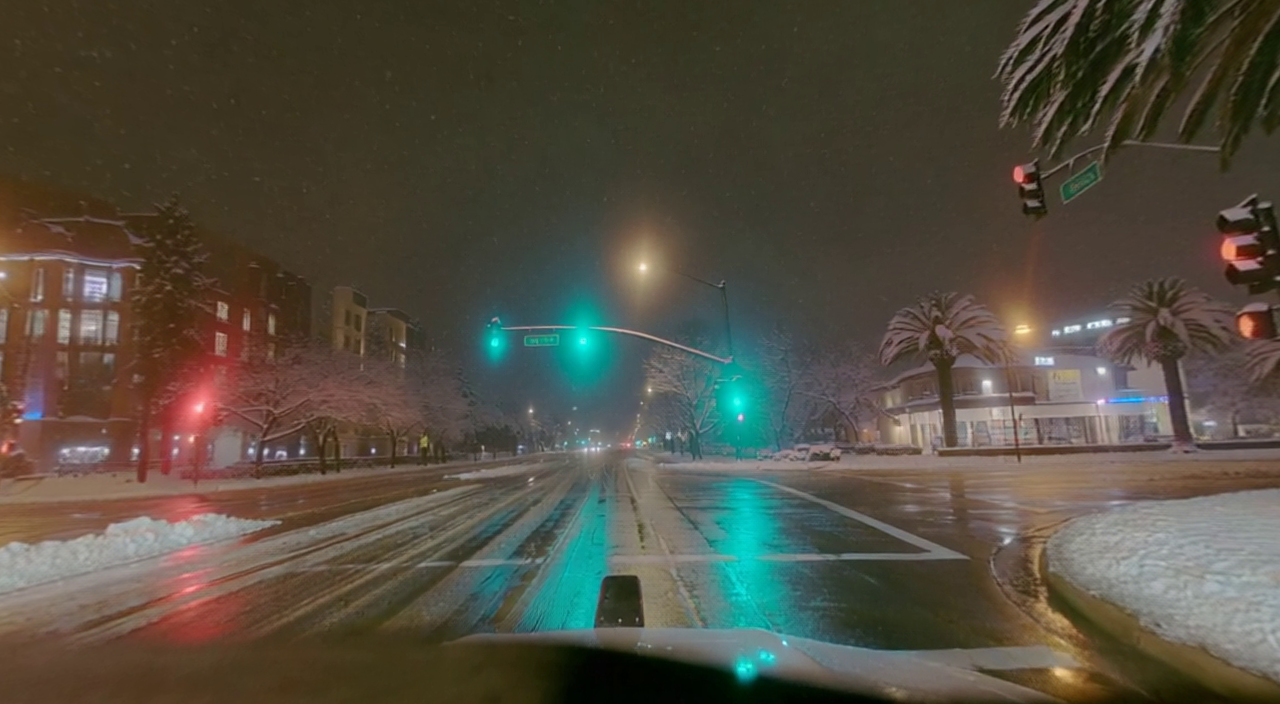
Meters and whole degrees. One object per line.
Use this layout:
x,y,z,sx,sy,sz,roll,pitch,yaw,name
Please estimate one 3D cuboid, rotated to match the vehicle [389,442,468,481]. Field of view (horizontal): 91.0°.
-10.741,5.582,32.373,2.270,1.833,4.860,0,-9,1,vehicle
